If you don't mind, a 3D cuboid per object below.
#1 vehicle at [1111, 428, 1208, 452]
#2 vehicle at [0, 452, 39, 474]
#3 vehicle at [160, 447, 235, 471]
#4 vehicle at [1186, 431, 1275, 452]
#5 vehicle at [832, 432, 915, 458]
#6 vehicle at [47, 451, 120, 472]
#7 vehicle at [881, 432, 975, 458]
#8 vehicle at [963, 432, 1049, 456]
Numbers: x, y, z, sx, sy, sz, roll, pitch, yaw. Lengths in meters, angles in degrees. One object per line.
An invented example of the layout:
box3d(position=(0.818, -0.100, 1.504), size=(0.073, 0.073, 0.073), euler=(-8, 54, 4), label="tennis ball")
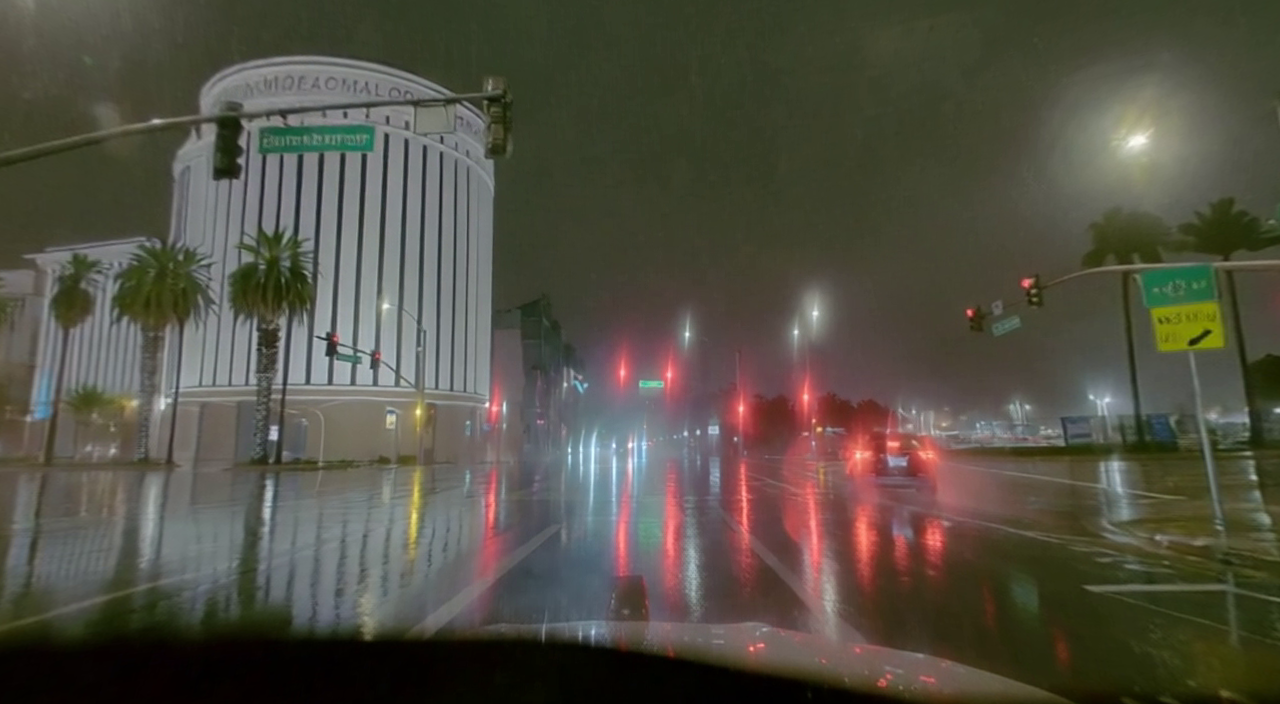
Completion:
box3d(position=(33.289, 5.678, 40.467), size=(4.567, 1.458, 1.791), euler=(0, -8, 2), label="vehicle")
box3d(position=(-47.884, 8.292, 47.282), size=(3.786, 1.555, 1.702), euler=(0, -8, 2), label="vehicle")
box3d(position=(-33.053, 7.980, 47.108), size=(4.136, 1.661, 1.857), euler=(0, -8, 1), label="vehicle")
box3d(position=(42.261, 6.423, 45.154), size=(4.437, 1.469, 1.811), euler=(0, -8, 0), label="vehicle")
box3d(position=(15.171, 6.074, 41.124), size=(4.648, 1.665, 1.910), euler=(0, -8, -1), label="vehicle")
box3d(position=(-41.575, 8.182, 47.152), size=(3.698, 1.467, 1.779), euler=(0, -8, 0), label="vehicle")
box3d(position=(17.055, 5.529, 37.403), size=(4.684, 1.461, 1.777), euler=(0, -8, -1), label="vehicle")
box3d(position=(23.682, 5.982, 40.894), size=(4.423, 1.465, 1.798), euler=(0, -8, 0), label="vehicle")
